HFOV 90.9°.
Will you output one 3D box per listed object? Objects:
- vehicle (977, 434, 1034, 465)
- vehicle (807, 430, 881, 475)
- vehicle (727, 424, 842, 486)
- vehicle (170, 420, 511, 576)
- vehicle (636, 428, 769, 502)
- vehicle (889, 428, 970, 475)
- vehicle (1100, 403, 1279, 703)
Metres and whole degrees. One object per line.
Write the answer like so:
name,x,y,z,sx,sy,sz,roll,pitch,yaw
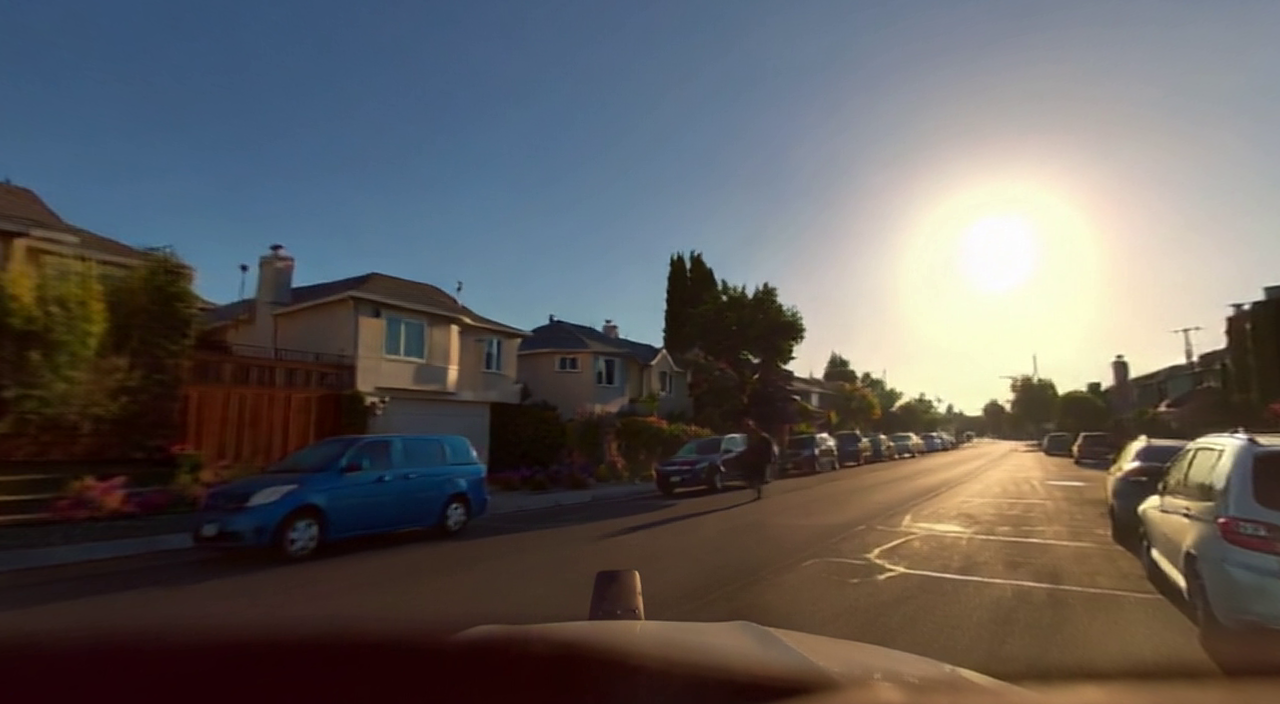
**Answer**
vehicle,19.169,5.042,32.947,1.889,1.505,3.849,-7,-10,39
vehicle,8.175,3.953,25.052,1.734,1.549,3.465,-10,-11,33
vehicle,4.815,3.283,20.487,1.872,1.670,4.428,-10,-11,35
vehicle,-3.603,1.664,8.178,1.798,1.507,3.513,-4,-8,32
vehicle,1.699,2.744,15.911,1.828,1.488,3.785,-5,-7,32
vehicle,11.573,3.896,25.030,1.959,1.670,4.255,-6,-10,37
vehicle,4.750,1.178,4.393,2.008,1.507,4.226,-5,-9,31
